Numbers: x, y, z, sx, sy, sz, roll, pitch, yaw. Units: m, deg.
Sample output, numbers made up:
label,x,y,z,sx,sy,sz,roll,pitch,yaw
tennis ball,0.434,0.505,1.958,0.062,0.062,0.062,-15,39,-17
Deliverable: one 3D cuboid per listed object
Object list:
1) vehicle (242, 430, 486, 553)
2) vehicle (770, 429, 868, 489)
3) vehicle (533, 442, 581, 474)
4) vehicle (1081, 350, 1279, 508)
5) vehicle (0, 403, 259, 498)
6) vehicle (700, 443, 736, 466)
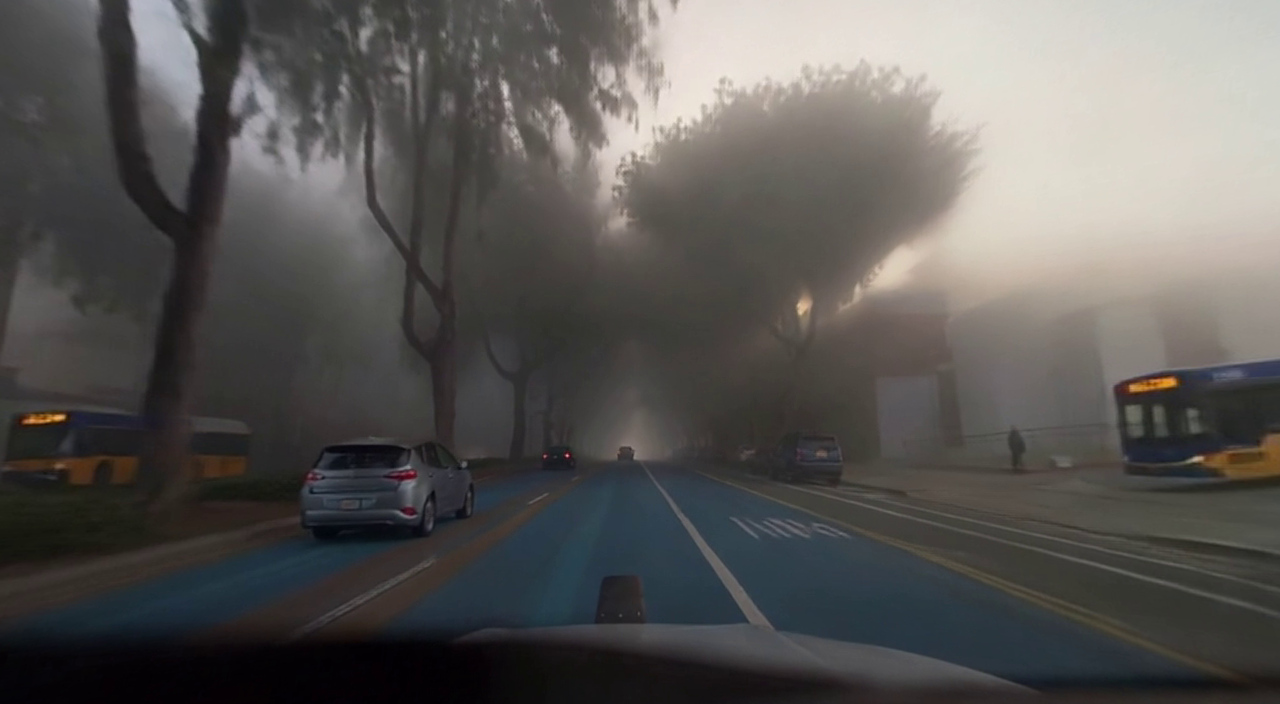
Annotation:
label,x,y,z,sx,sy,sz,roll,pitch,yaw
vehicle,-4.038,2.089,10.261,1.995,1.524,4.438,0,-8,-1
vehicle,5.939,3.583,21.522,1.945,1.829,4.305,0,-8,-2
vehicle,-4.265,5.524,33.228,1.934,1.522,4.287,0,-8,0
vehicle,14.883,1.393,14.047,7.722,2.908,3.067,-5,-7,-3
vehicle,-22.262,4.344,28.492,3.231,3.391,10.828,0,-8,1
vehicle,5.564,7.368,45.583,1.886,1.530,4.636,0,-8,-2
